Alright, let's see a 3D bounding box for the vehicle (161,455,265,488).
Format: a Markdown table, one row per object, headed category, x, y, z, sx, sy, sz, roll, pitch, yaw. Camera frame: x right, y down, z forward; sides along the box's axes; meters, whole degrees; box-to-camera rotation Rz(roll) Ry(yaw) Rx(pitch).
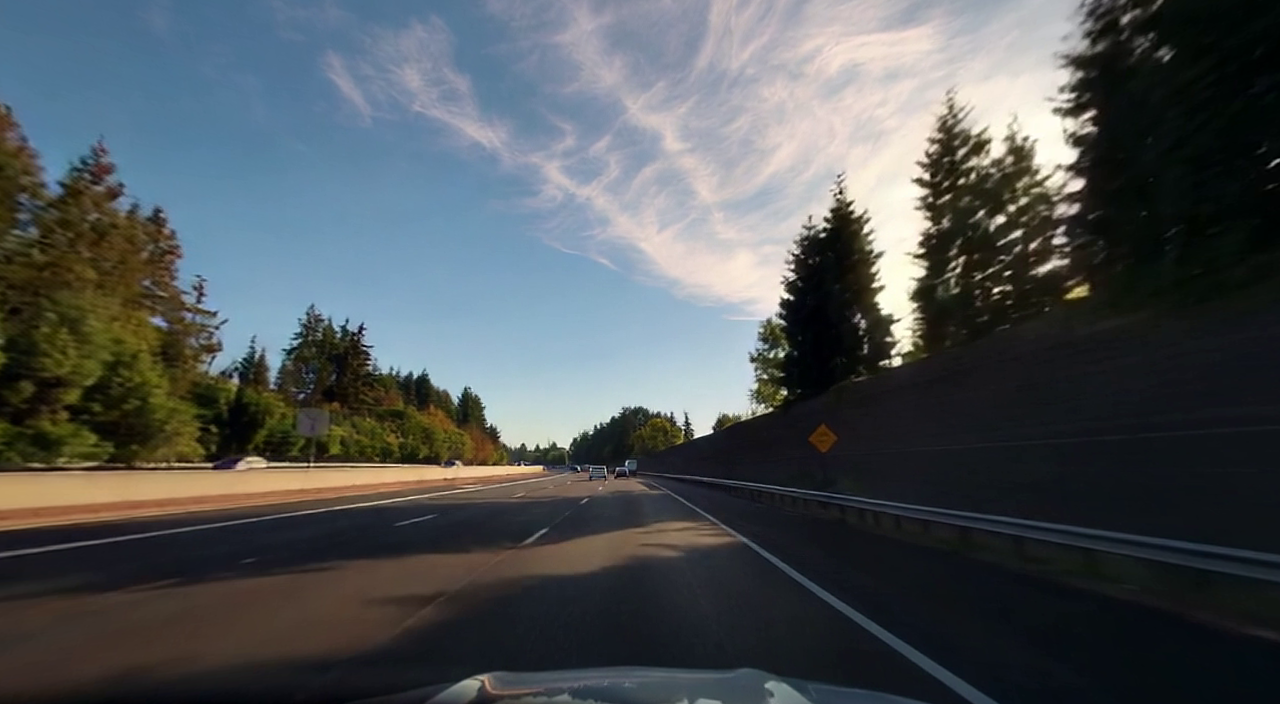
| category | x | y | z | sx | sy | sz | roll | pitch | yaw |
| --- | --- | --- | --- | --- | --- | --- | --- | --- | --- |
| vehicle | -20.594 | 5.807 | 30.673 | 1.799 | 1.469 | 4.617 | 1 | -11 | 0 |
